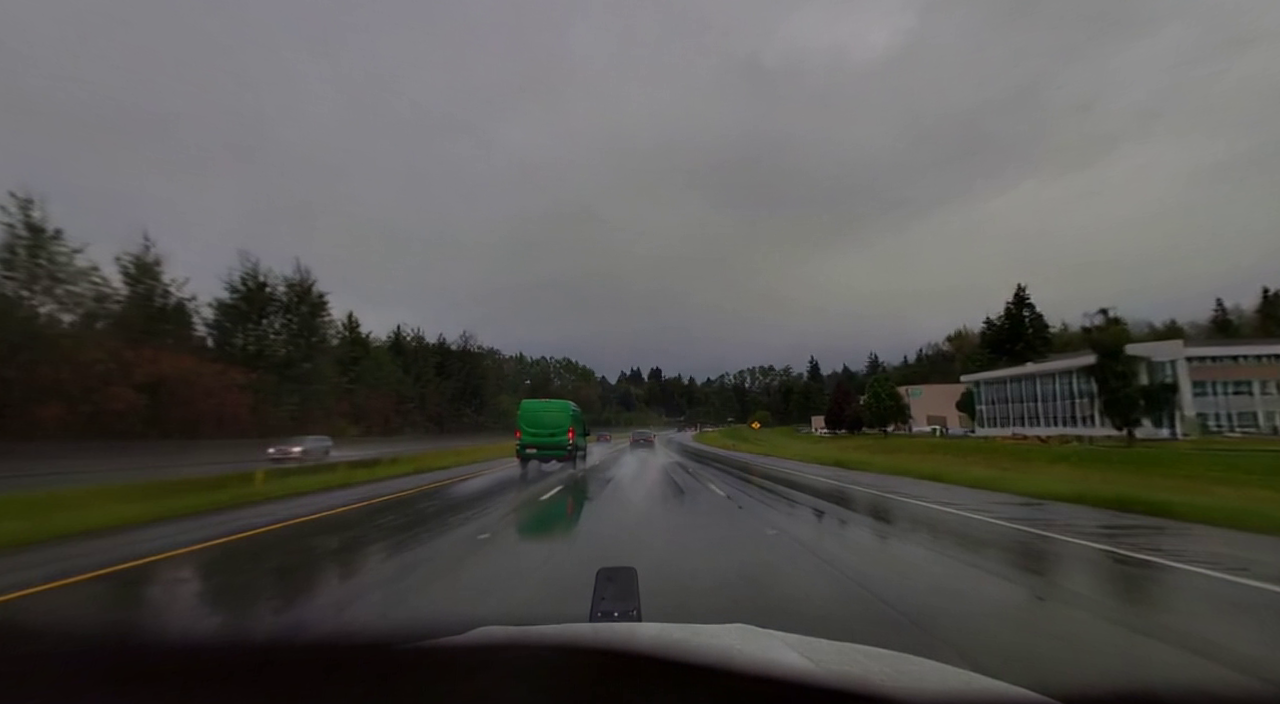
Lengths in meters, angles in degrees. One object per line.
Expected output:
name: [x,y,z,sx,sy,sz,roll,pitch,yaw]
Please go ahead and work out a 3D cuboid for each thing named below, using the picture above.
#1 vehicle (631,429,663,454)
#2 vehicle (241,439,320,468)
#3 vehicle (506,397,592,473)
vehicle: [0.468,6.355,44.704,2.104,1.646,4.176,0,-8,0]
vehicle: [-20.115,5.676,35.465,1.815,1.465,4.477,0,-8,0]
vehicle: [-3.311,3.210,24.359,2.424,2.577,5.828,0,-8,0]
